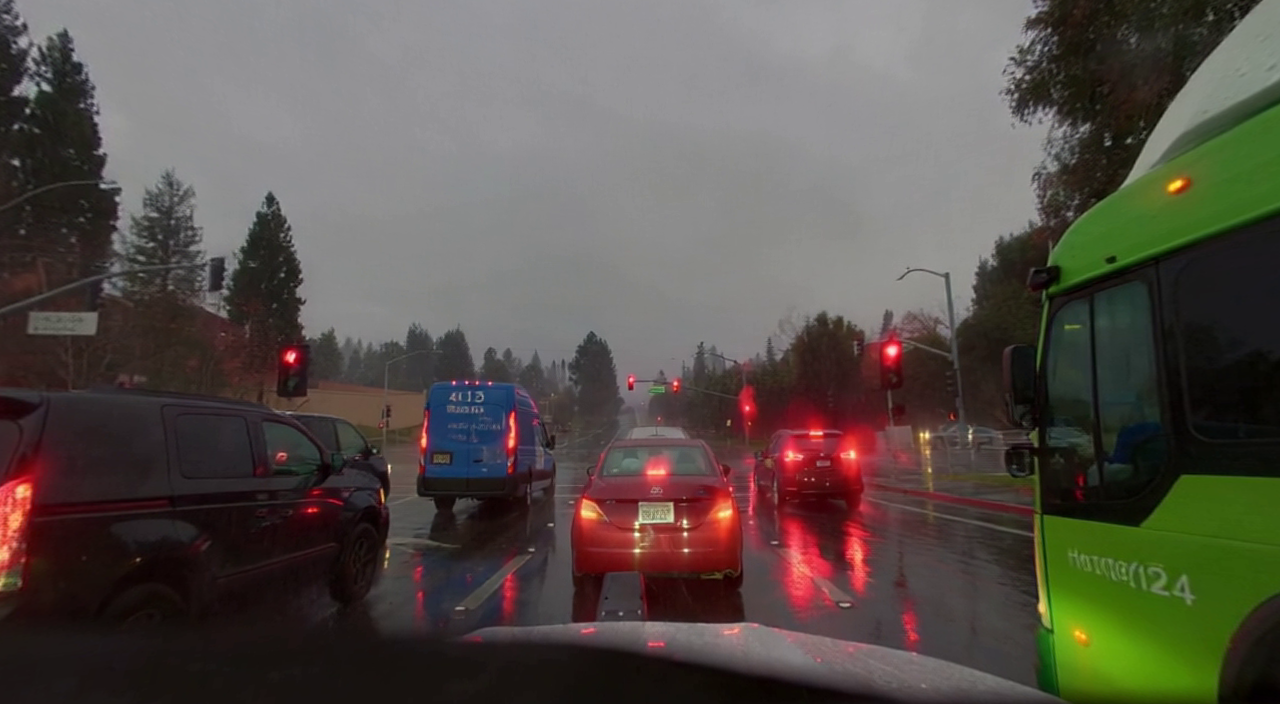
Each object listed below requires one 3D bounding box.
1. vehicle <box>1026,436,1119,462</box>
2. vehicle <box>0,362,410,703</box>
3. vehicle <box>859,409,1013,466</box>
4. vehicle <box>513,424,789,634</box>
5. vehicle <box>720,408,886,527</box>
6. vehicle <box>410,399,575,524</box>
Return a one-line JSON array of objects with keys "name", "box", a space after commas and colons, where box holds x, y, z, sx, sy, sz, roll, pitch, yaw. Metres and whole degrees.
[{"name": "vehicle", "box": [25.924, 5.816, 37.966, 4.229, 1.489, 1.794, 0, -9, -1]}, {"name": "vehicle", "box": [-3.400, 1.181, 4.623, 1.921, 1.701, 3.989, 0, -8, 0]}, {"name": "vehicle", "box": [17.625, 5.133, 37.909, 7.839, 3.213, 2.628, 0, -8, -3]}, {"name": "vehicle", "box": [0.075, 1.546, 6.417, 1.976, 1.485, 3.624, 0, -8, 0]}, {"name": "vehicle", "box": [3.168, 2.396, 13.669, 2.143, 2.036, 5.367, 0, -8, 0]}, {"name": "vehicle", "box": [-2.915, 2.348, 13.980, 2.335, 2.221, 5.165, 0, -8, 1]}]
